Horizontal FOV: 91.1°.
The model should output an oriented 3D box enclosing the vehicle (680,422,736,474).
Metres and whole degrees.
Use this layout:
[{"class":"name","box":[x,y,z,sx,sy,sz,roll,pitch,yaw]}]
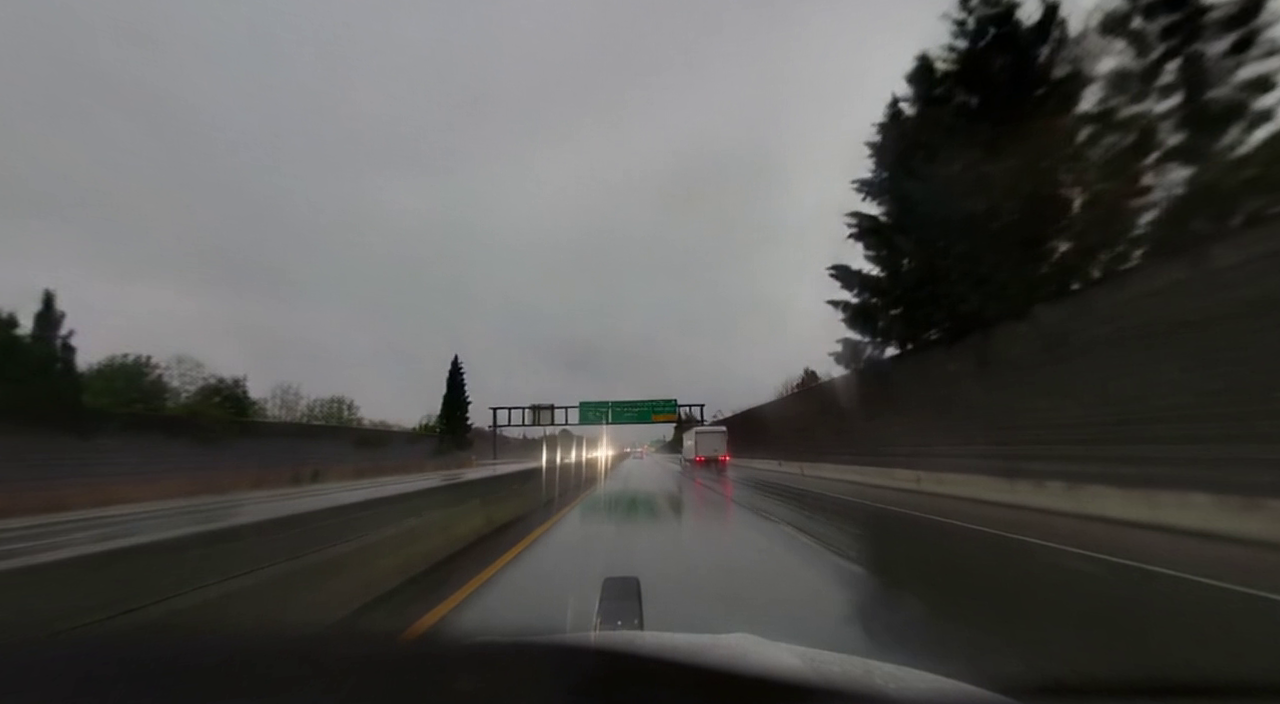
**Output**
[{"class":"vehicle","box":[3.954,5.767,37.808,2.449,2.805,6.763,0,-9,-1]}]
